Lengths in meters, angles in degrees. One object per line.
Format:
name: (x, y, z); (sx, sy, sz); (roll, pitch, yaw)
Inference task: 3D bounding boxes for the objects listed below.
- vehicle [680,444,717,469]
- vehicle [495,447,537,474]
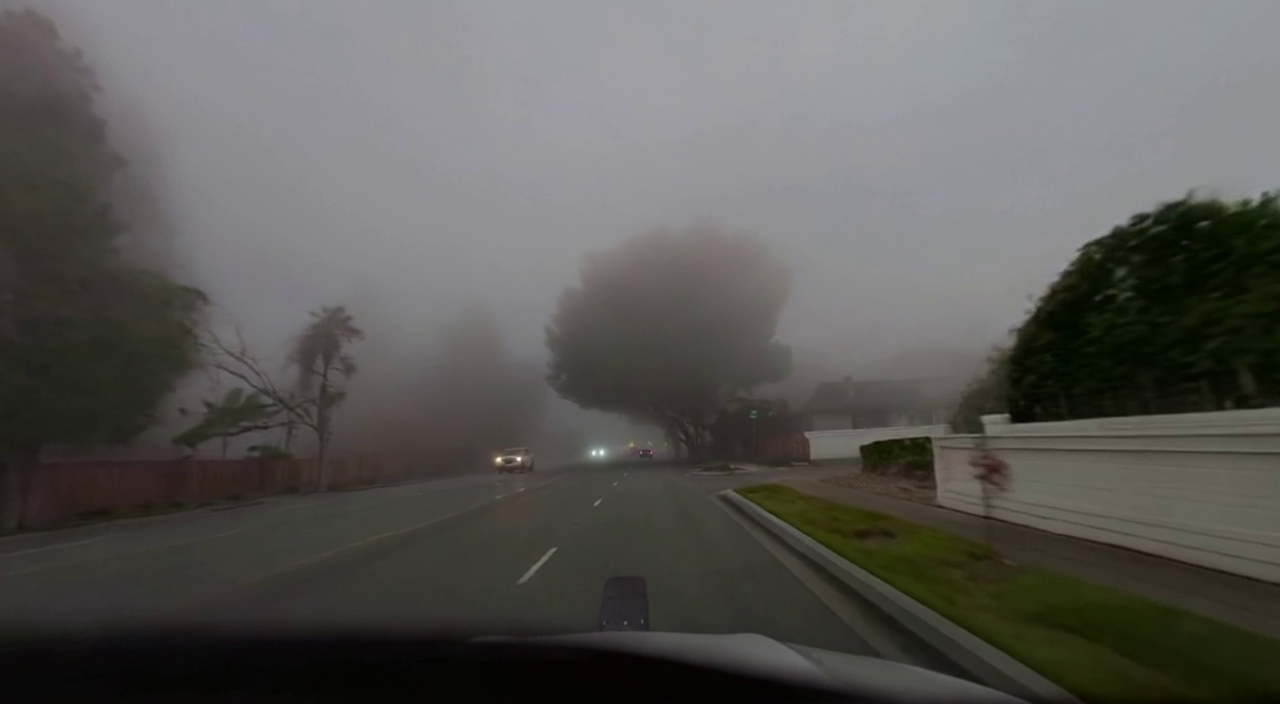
vehicle: (3.781, 6.867, 41.605); (2.011, 1.507, 4.769); (0, -8, 0)
vehicle: (-8.492, 7.474, 43.521); (1.981, 1.716, 4.315); (-1, -8, 1)
